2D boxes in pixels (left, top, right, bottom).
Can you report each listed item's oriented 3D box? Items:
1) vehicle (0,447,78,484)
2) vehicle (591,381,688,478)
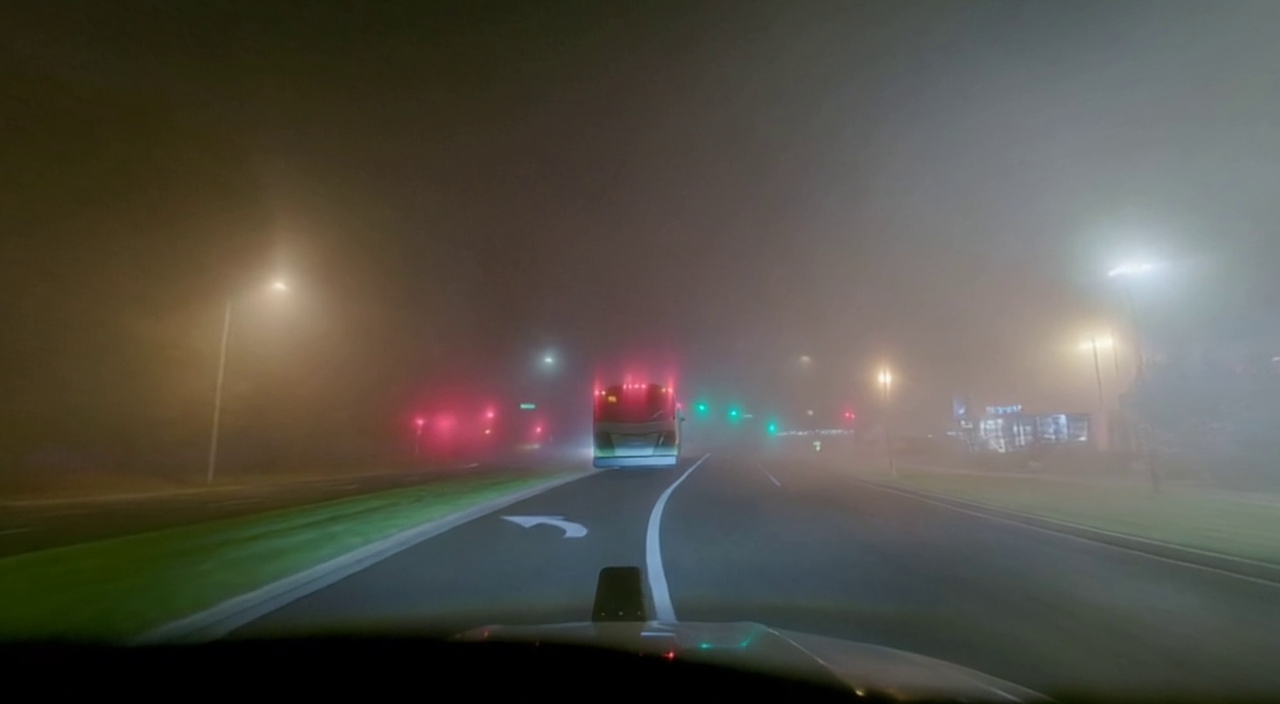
[{"bbox_3d":[-28.602,5.135,28.320,1.798,1.484,4.546,-4,-8,20],"label":"vehicle"},{"bbox_3d":[0.363,3.603,27.905,3.031,3.429,11.005,-1,-9,6],"label":"vehicle"}]
